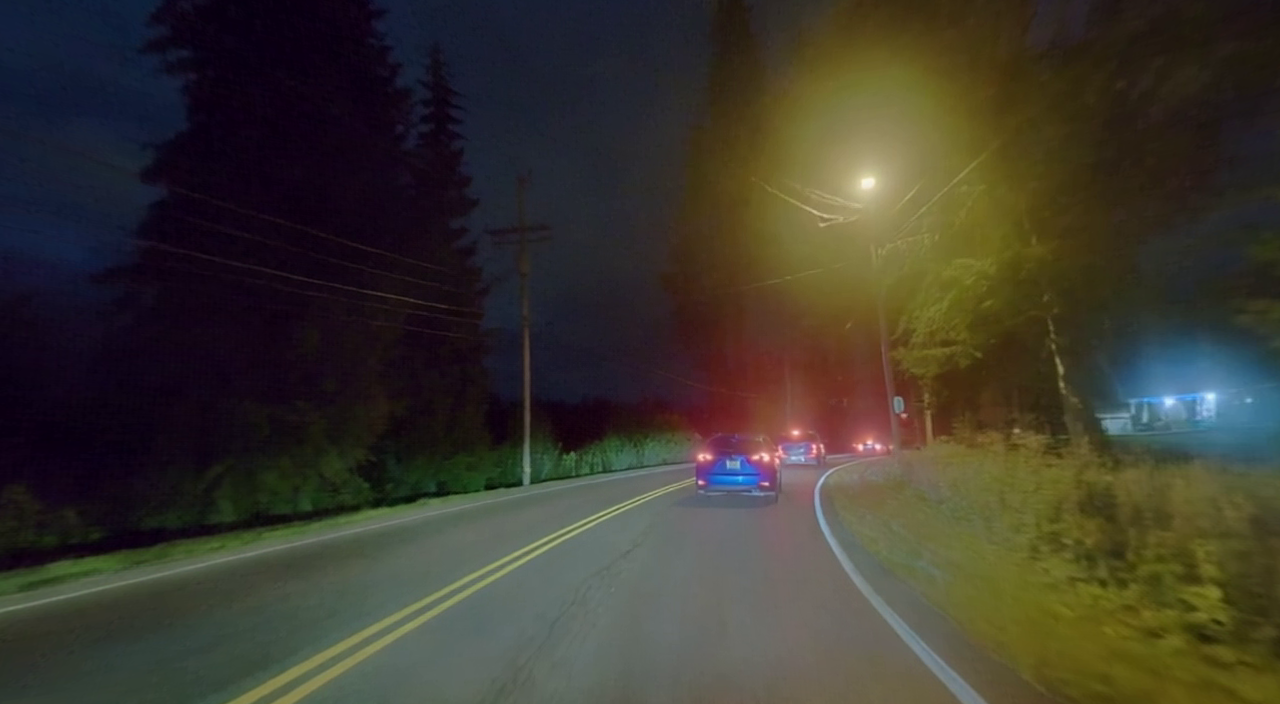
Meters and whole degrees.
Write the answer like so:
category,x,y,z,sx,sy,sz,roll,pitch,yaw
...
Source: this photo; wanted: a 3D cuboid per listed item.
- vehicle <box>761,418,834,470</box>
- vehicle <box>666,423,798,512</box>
category,x,y,z,sx,sy,sz,roll,pitch,yaw
vehicle,7.444,4.270,29.283,2.376,2.145,5.953,-4,-9,22
vehicle,2.153,2.403,13.572,2.157,1.565,4.243,-3,-9,17
